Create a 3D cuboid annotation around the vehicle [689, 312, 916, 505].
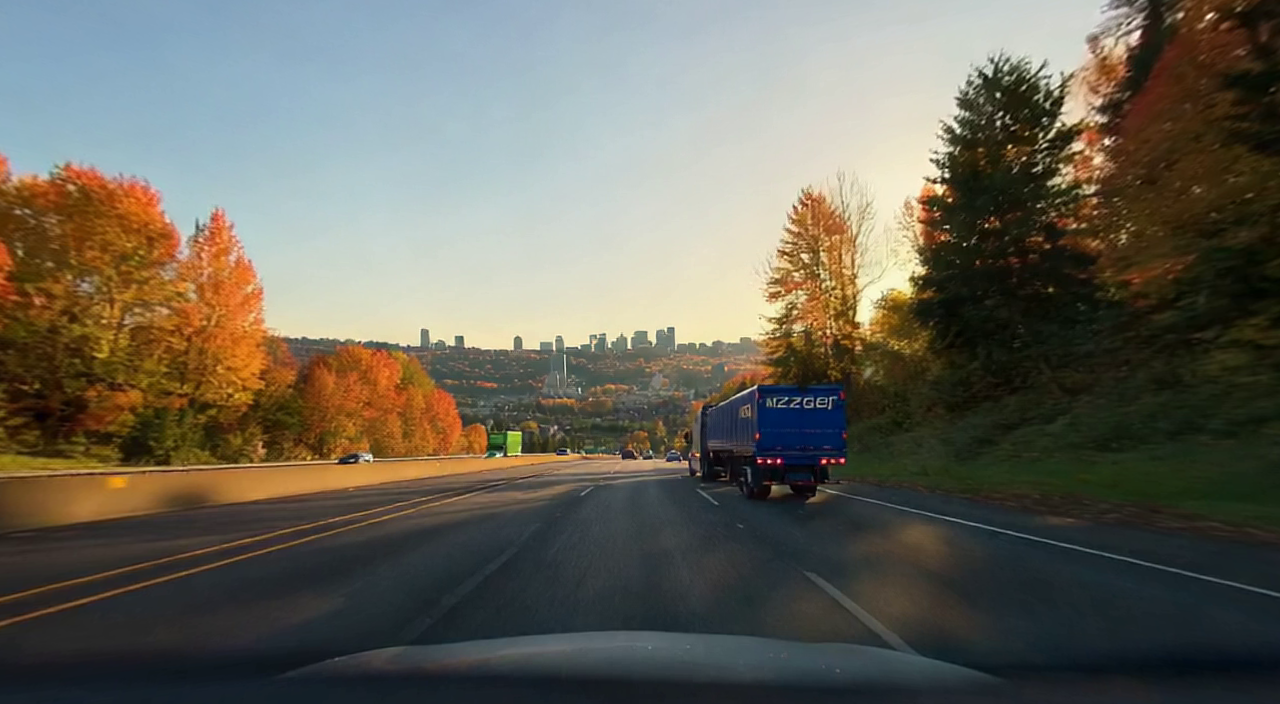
[{"bbox_3d":[3.899,2.385,20.990,3.003,3.880,16.814,0,-9,0],"label":"vehicle"}]
